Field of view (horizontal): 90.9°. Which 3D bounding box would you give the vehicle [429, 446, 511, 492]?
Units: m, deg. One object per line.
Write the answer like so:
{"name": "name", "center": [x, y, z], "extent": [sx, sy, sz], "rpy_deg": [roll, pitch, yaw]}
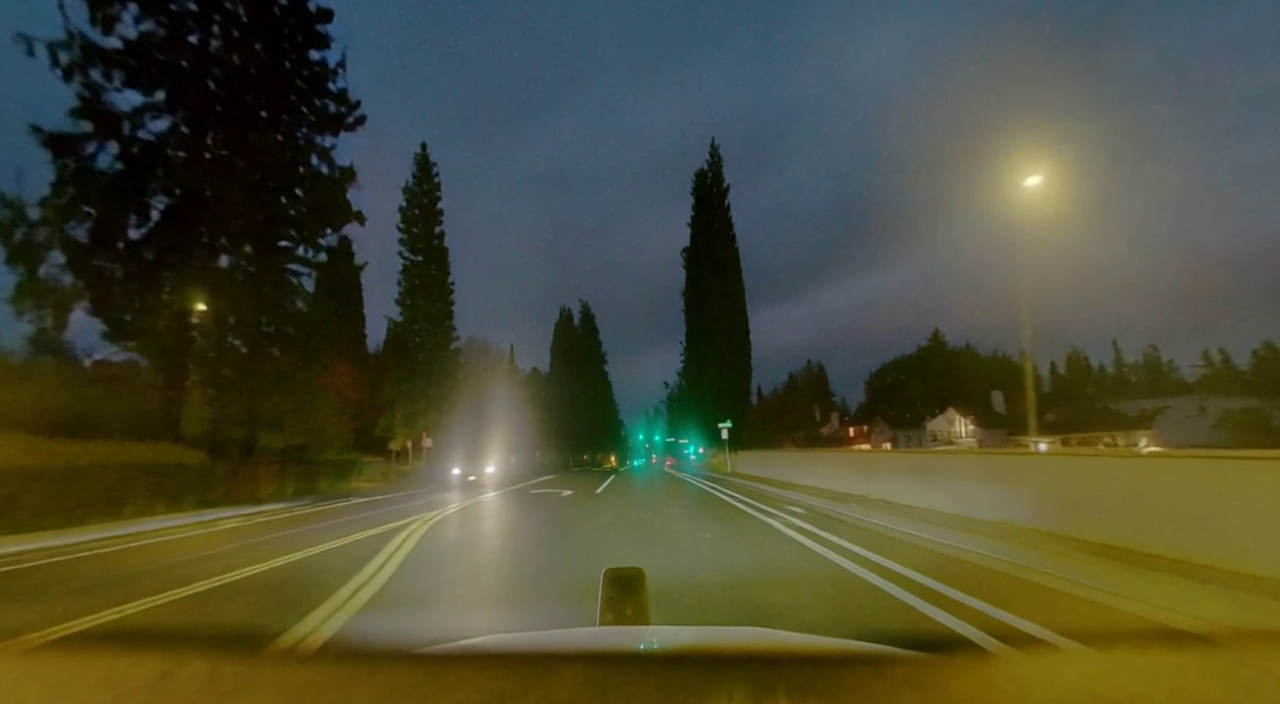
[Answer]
{"name": "vehicle", "center": [-6.538, 4.509, 24.731], "extent": [2.095, 1.603, 3.980], "rpy_deg": [0, -8, 0]}
